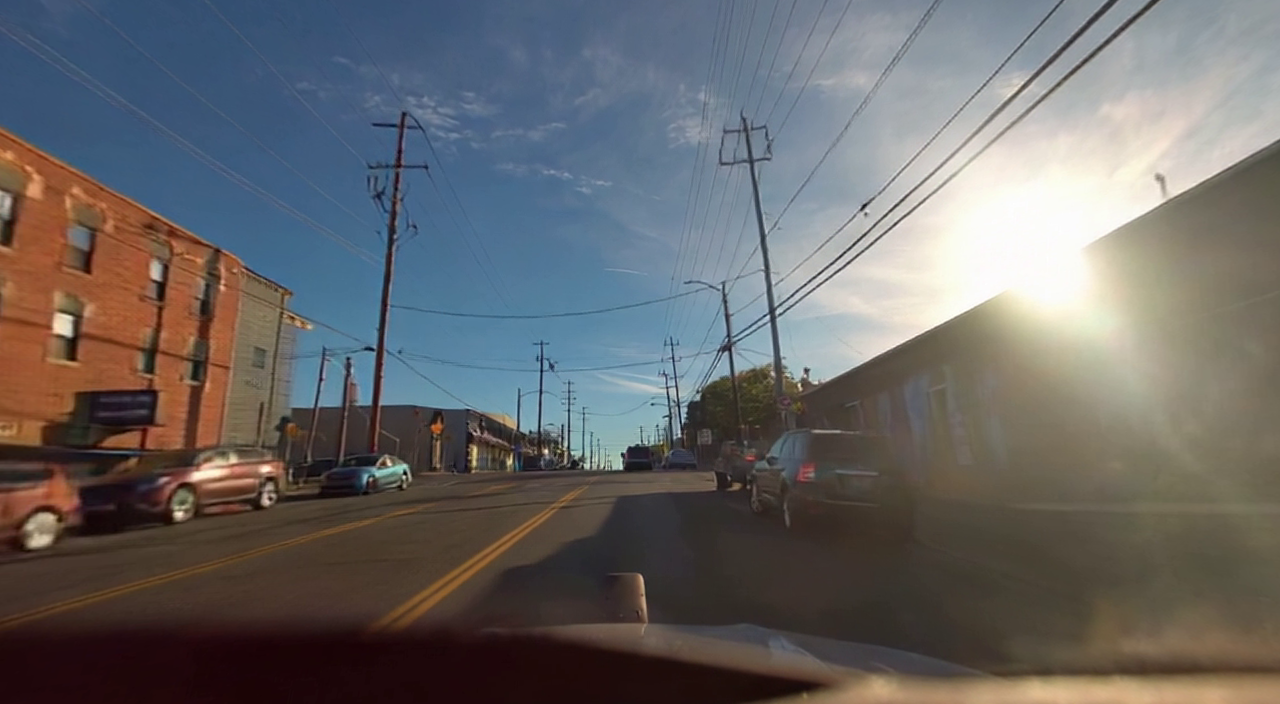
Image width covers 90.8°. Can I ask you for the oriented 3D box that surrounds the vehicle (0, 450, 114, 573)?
[{"bbox_3d":[-9.641,2.153,8.223,1.935,1.588,4.192,-1,-7,1],"label":"vehicle"}]

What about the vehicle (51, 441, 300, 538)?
[{"bbox_3d":[-10.130,3.058,14.461,1.980,1.676,4.884,-4,-10,0],"label":"vehicle"}]

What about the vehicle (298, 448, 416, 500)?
[{"bbox_3d":[-10.053,4.447,22.933,2.079,1.550,4.865,-4,-11,0],"label":"vehicle"}]

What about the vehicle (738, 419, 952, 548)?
[{"bbox_3d":[3.210,2.170,11.155,2.102,1.765,4.674,0,-8,-1],"label":"vehicle"}]

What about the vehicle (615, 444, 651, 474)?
[{"bbox_3d":[-0.445,6.792,40.259,2.190,1.783,4.048,0,-8,0],"label":"vehicle"}]
